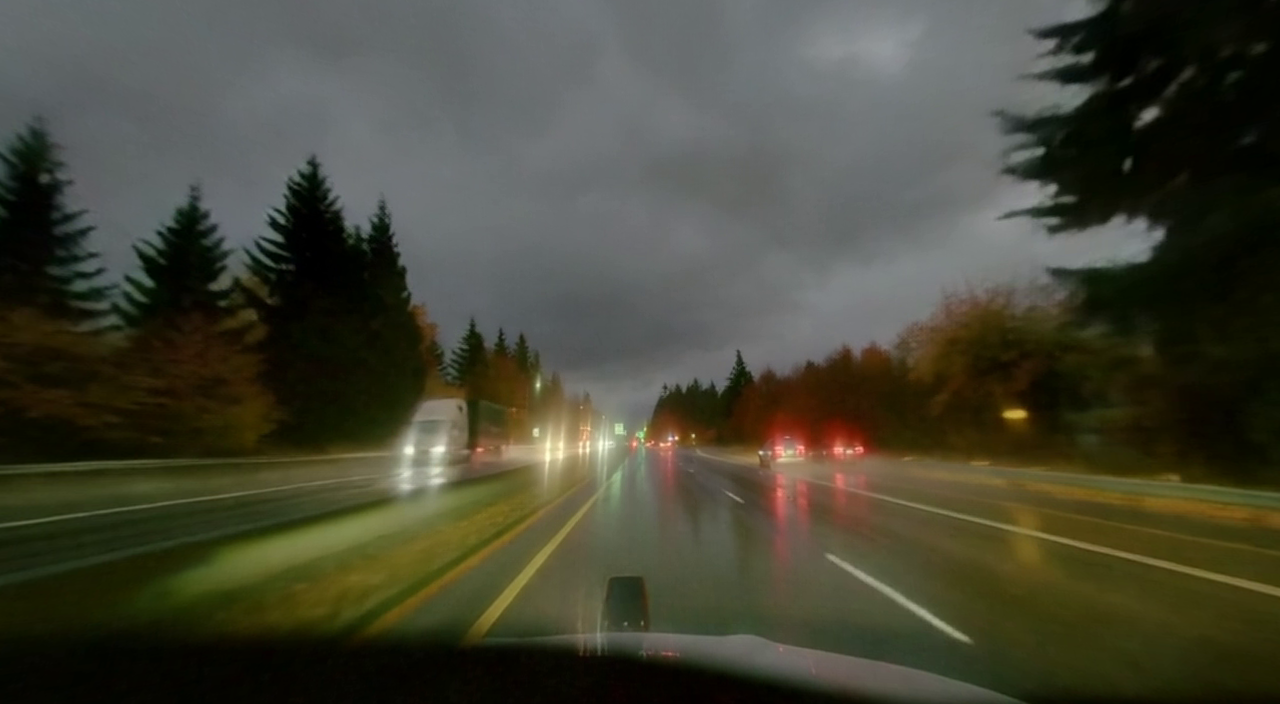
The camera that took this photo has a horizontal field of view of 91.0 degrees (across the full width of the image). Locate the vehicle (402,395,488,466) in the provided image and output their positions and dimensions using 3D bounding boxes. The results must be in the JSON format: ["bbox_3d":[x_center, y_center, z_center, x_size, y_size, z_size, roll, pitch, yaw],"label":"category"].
[{"bbox_3d":[-11.048,4.585,36.285,2.946,3.741,5.919,0,-8,0],"label":"vehicle"}]
